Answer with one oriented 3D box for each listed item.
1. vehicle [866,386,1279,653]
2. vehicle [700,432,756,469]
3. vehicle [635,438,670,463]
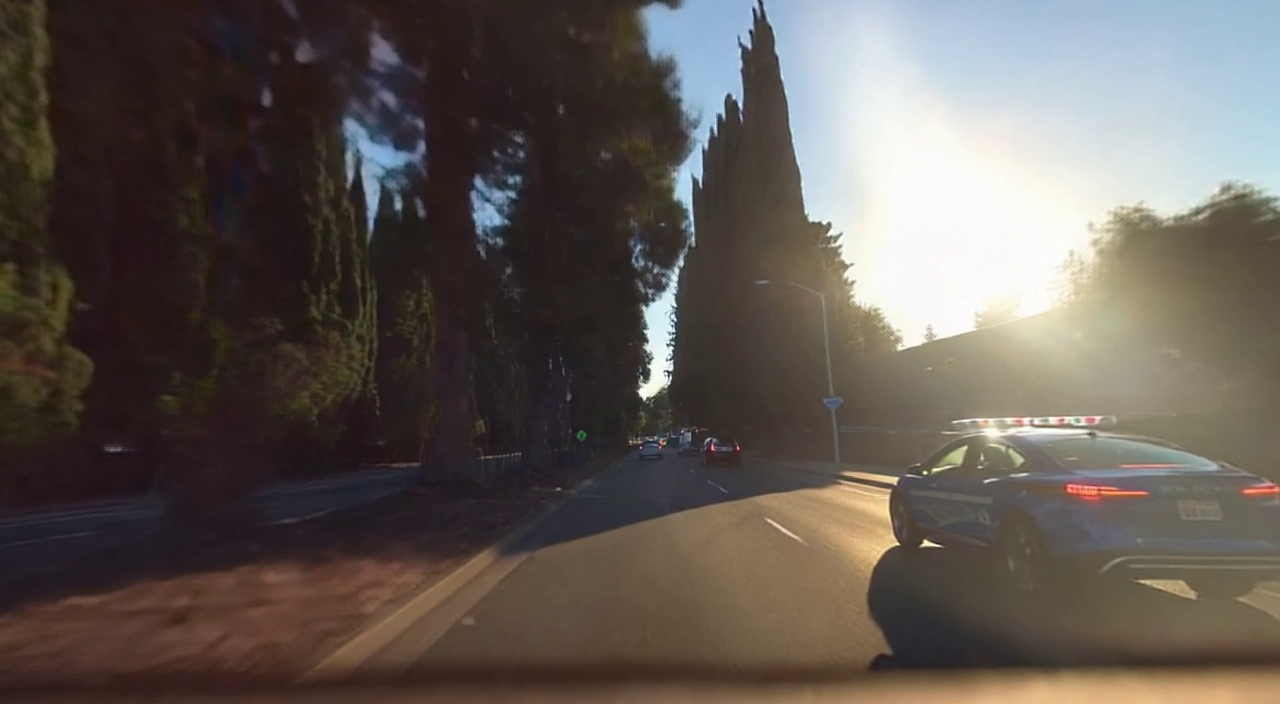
[{"bbox_3d":[3.980,1.329,6.032,2.052,1.639,4.123,0,-8,0],"label":"vehicle"},{"bbox_3d":[4.302,4.887,31.395,2.110,1.666,3.912,0,-8,-1],"label":"vehicle"},{"bbox_3d":[0.730,6.060,38.970,2.026,1.466,4.282,0,-8,0],"label":"vehicle"}]
